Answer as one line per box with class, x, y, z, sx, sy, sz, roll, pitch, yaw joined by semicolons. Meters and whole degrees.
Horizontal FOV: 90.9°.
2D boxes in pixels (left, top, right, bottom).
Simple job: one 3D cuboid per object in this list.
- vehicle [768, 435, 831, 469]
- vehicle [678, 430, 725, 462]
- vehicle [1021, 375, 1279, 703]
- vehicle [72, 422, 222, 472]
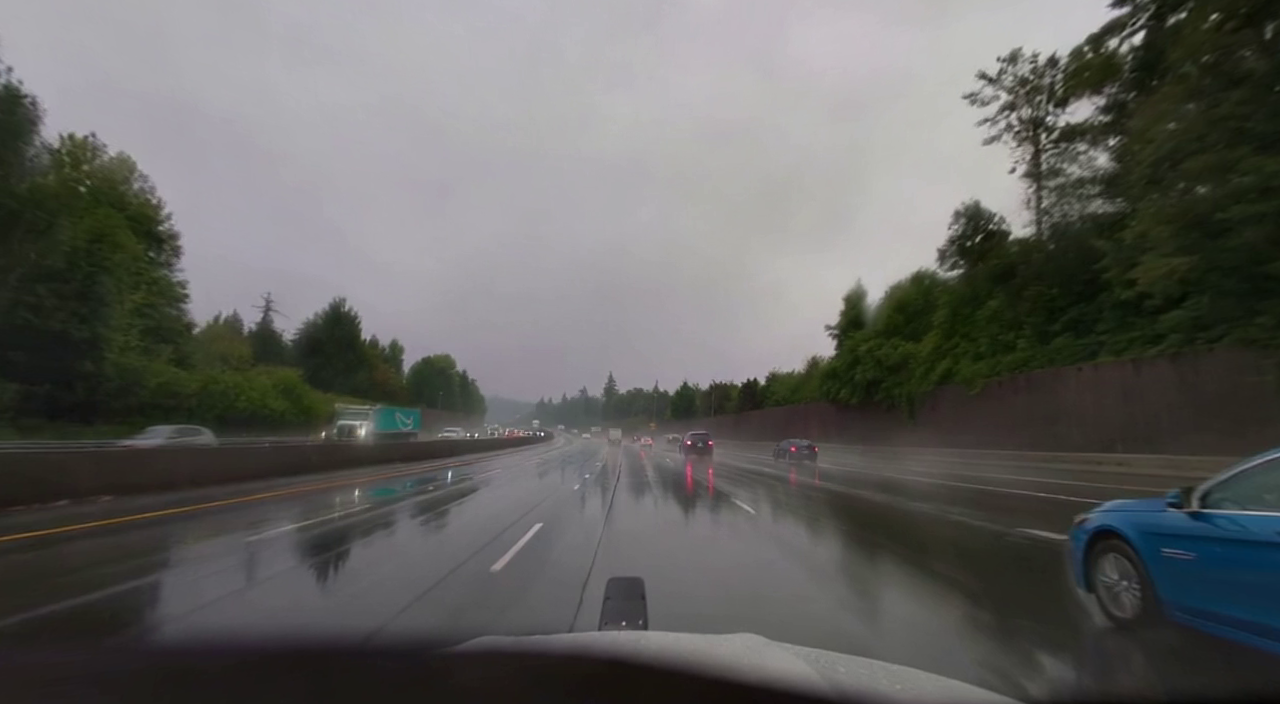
vehicle;7.566;4.785;30.319;1.798;1.473;4.077;0;-8;-2
vehicle;3.571;5.580;37.436;2.141;1.732;4.279;0;-8;-3
vehicle;3.848;0.872;2.616;2.101;1.574;3.857;0;-8;0
vehicle;-17.204;3.340;22.306;1.994;1.597;4.074;0;-8;-1
